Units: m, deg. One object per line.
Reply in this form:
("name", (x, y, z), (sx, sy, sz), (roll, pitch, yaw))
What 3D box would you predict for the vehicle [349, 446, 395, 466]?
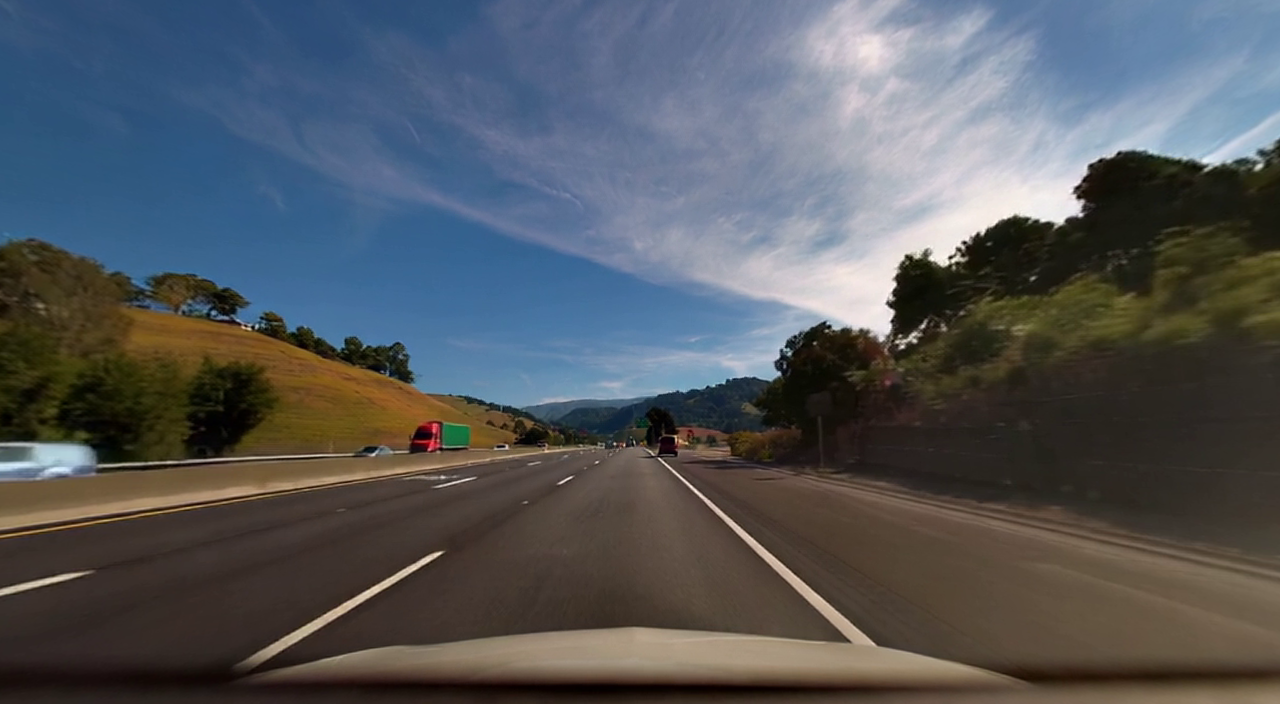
("vehicle", (-20.890, 8.085, 49.225), (1.704, 1.419, 4.326), (0, -8, -1))
